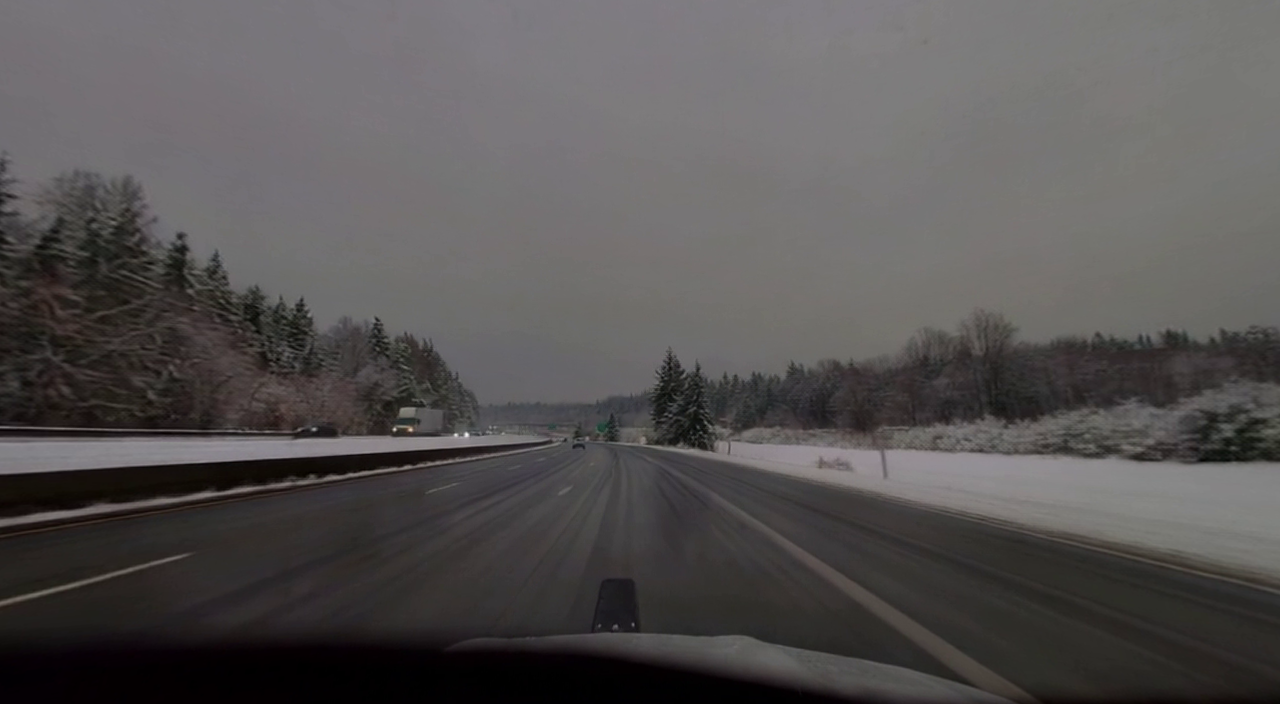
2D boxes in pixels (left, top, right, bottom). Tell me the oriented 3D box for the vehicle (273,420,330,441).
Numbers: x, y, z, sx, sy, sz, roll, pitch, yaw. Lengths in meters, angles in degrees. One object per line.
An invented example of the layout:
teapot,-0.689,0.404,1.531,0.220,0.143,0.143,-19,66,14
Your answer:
vehicle,-26.392,6.158,49.233,1.784,1.525,5.025,0,-8,-2
